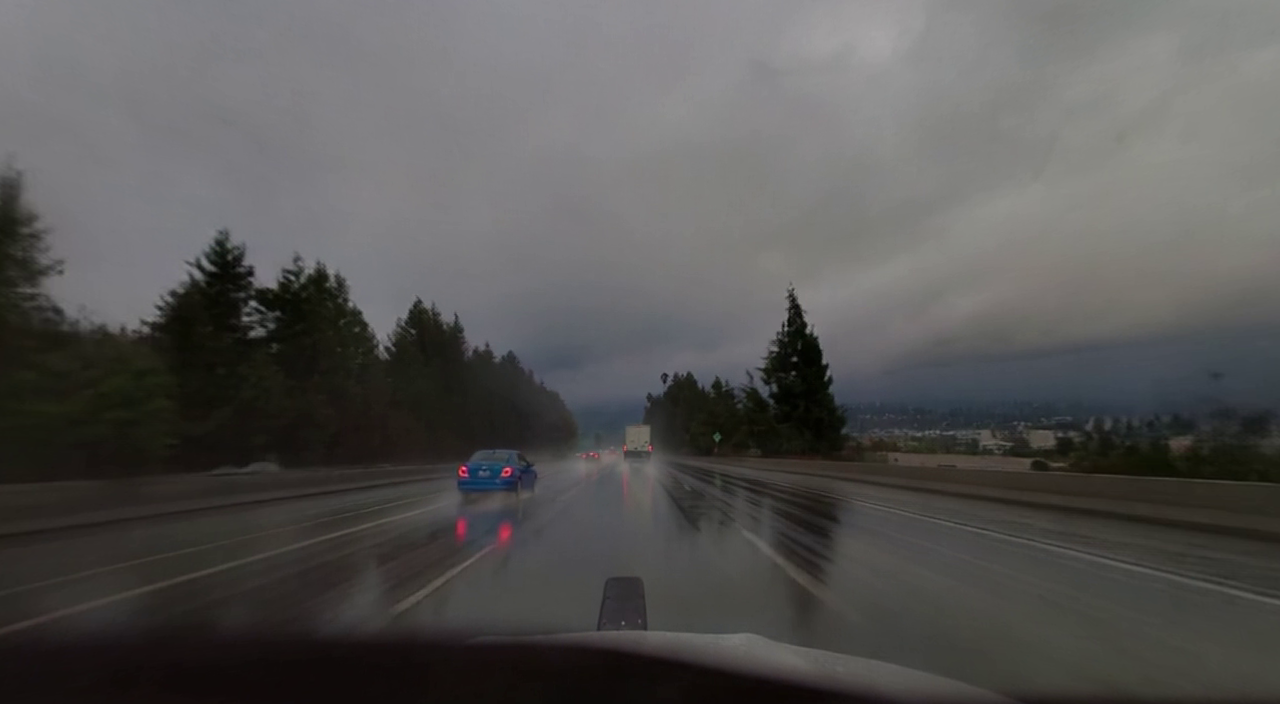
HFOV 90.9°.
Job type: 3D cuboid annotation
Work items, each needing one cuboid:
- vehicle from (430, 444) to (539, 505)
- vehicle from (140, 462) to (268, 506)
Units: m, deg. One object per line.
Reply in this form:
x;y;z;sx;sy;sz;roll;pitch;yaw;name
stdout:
-4.267;3.414;18.095;1.916;1.506;4.476;0;-9;1;vehicle
-18.410;5.551;26.931;2.075;1.578;4.615;0;-9;2;vehicle
